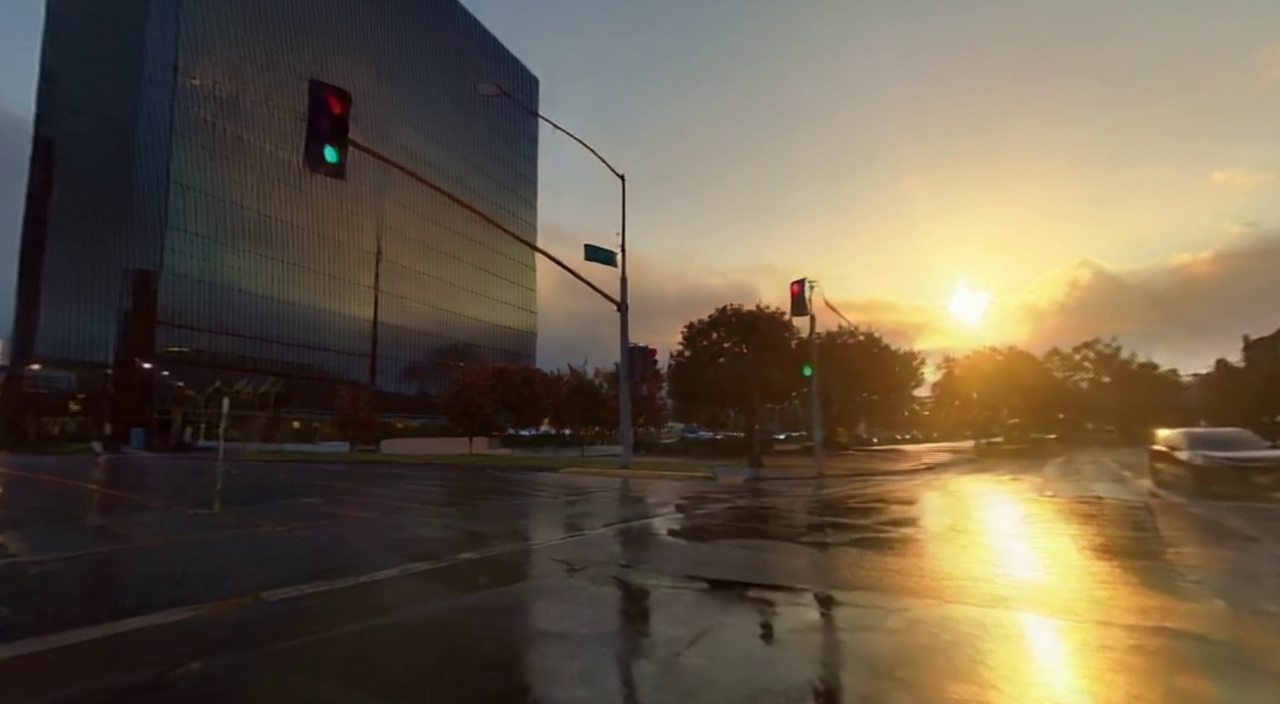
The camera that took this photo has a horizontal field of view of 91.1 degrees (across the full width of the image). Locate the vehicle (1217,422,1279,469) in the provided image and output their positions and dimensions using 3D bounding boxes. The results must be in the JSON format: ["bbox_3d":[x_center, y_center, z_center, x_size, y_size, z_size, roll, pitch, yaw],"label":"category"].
[{"bbox_3d":[21.470,3.166,21.288,1.973,1.456,4.287,-6,-10,32],"label":"vehicle"}]

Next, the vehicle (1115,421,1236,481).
[{"bbox_3d":[15.467,2.881,18.407,2.068,1.486,4.664,-6,-10,33],"label":"vehicle"}]
